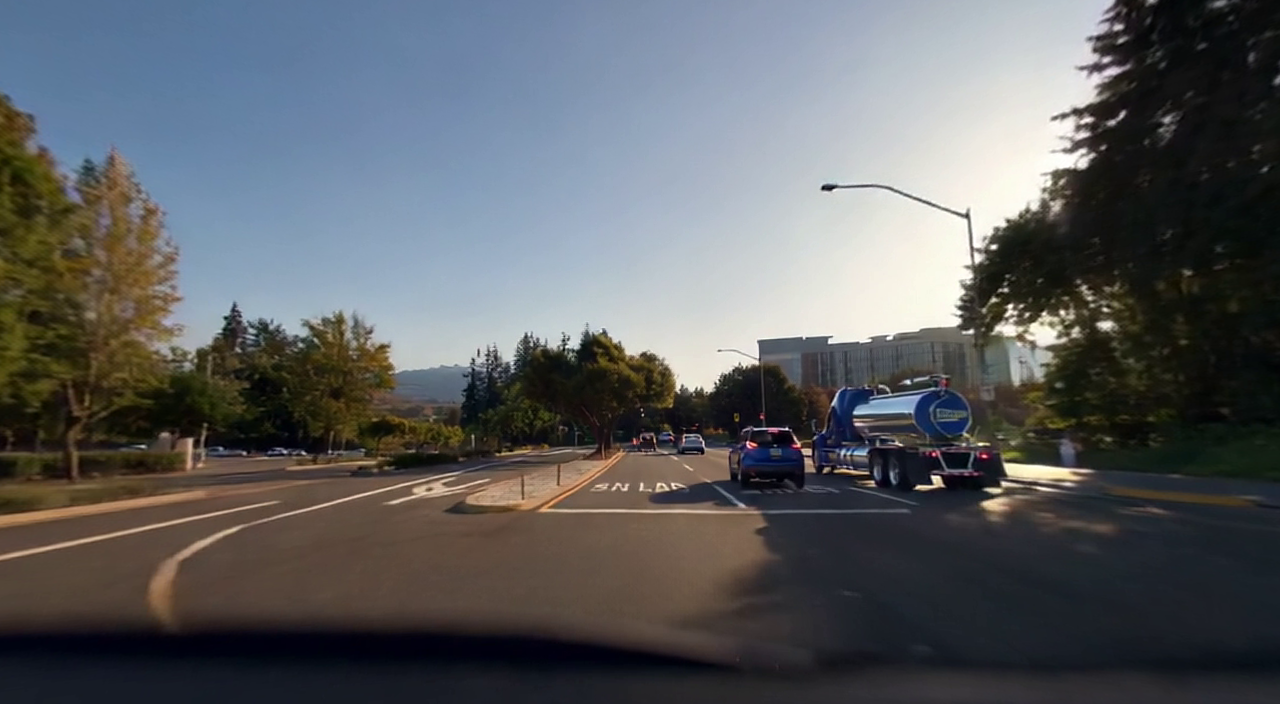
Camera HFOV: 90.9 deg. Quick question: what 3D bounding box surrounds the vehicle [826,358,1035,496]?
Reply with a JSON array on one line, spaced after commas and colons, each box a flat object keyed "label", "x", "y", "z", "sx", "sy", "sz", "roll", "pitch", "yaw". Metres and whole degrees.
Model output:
[{"label": "vehicle", "x": 7.740, "y": 2.175, "z": 17.970, "sx": 2.849, "sy": 3.207, "sz": 6.275, "roll": -1, "pitch": -8, "yaw": 0}]

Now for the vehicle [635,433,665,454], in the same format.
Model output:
[{"label": "vehicle", "x": 0.728, "y": 7.068, "z": 48.793, "sx": 2.148, "sy": 1.488, "sz": 4.002, "roll": -1, "pitch": -8, "yaw": -1}]

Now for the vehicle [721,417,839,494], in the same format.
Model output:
[{"label": "vehicle", "x": 3.507, "y": 2.683, "z": 16.752, "sx": 2.045, "sy": 1.729, "sz": 4.532, "roll": -1, "pitch": -8, "yaw": 0}]
